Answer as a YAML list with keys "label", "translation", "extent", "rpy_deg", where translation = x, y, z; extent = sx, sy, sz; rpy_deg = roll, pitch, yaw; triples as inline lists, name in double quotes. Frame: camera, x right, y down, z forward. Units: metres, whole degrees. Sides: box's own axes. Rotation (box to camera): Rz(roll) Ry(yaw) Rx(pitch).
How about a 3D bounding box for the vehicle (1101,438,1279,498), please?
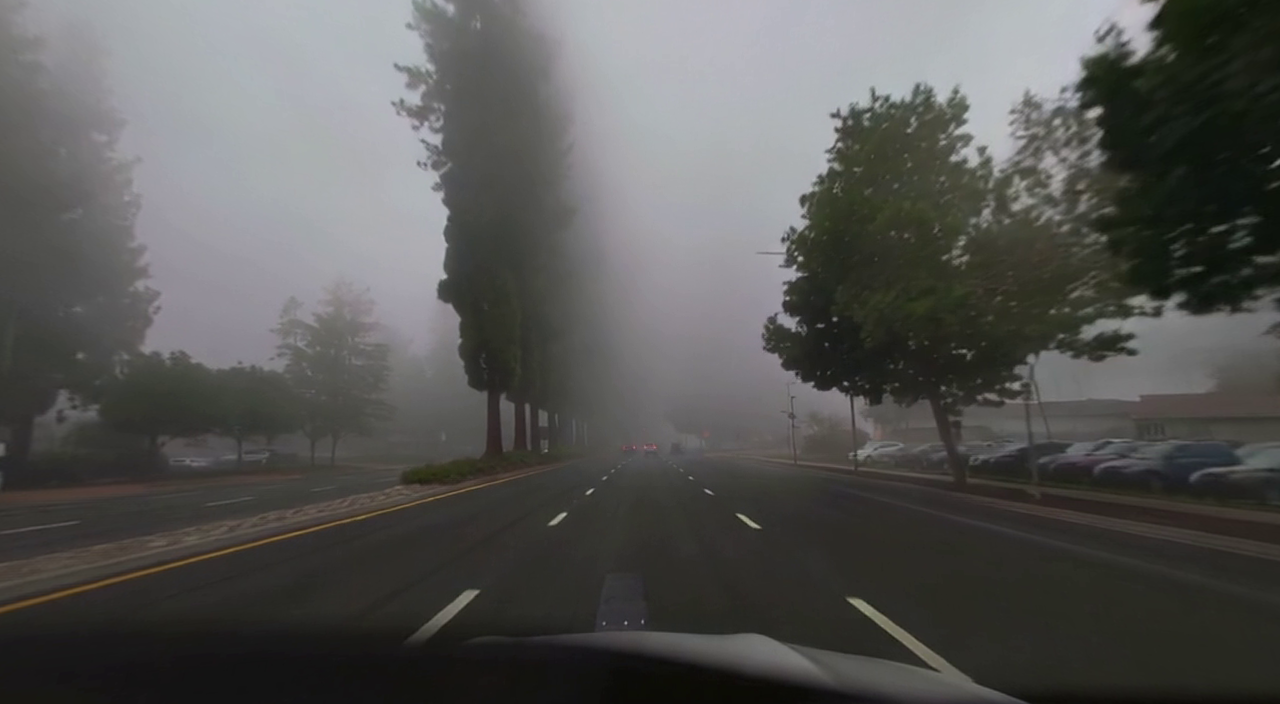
- label: "vehicle"
  translation: [15.568, 3.073, 16.940]
  extent: [4.794, 1.480, 1.995]
  rpy_deg: [0, -8, -1]
